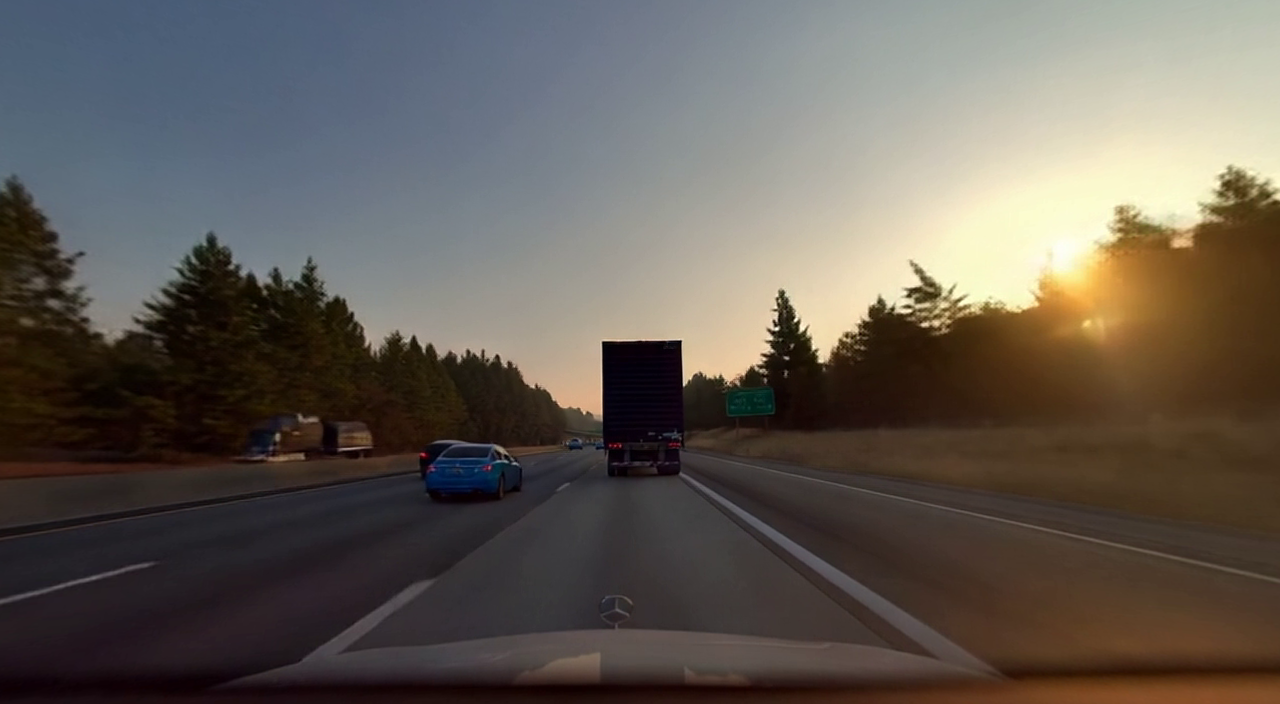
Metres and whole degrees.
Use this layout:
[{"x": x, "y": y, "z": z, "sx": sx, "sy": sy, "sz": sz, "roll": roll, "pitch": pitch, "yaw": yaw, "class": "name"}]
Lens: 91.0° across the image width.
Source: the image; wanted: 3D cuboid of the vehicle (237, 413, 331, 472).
[{"x": -24.645, "y": 6.319, "z": 43.997, "sx": 2.965, "sy": 3.823, "sz": 5.994, "roll": 0, "pitch": -8, "yaw": -1, "class": "vehicle"}]

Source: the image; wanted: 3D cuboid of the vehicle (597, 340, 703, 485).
[{"x": 0.165, "y": 2.481, "z": 23.591, "sx": 3.073, "sy": 4.196, "sz": 10.546, "roll": 0, "pitch": -8, "yaw": -1, "class": "vehicle"}]

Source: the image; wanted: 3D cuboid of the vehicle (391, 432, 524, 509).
[{"x": -4.068, "y": 2.690, "z": 14.802, "sx": 1.854, "sy": 1.530, "sz": 4.268, "roll": 0, "pitch": -8, "yaw": 0, "class": "vehicle"}]
